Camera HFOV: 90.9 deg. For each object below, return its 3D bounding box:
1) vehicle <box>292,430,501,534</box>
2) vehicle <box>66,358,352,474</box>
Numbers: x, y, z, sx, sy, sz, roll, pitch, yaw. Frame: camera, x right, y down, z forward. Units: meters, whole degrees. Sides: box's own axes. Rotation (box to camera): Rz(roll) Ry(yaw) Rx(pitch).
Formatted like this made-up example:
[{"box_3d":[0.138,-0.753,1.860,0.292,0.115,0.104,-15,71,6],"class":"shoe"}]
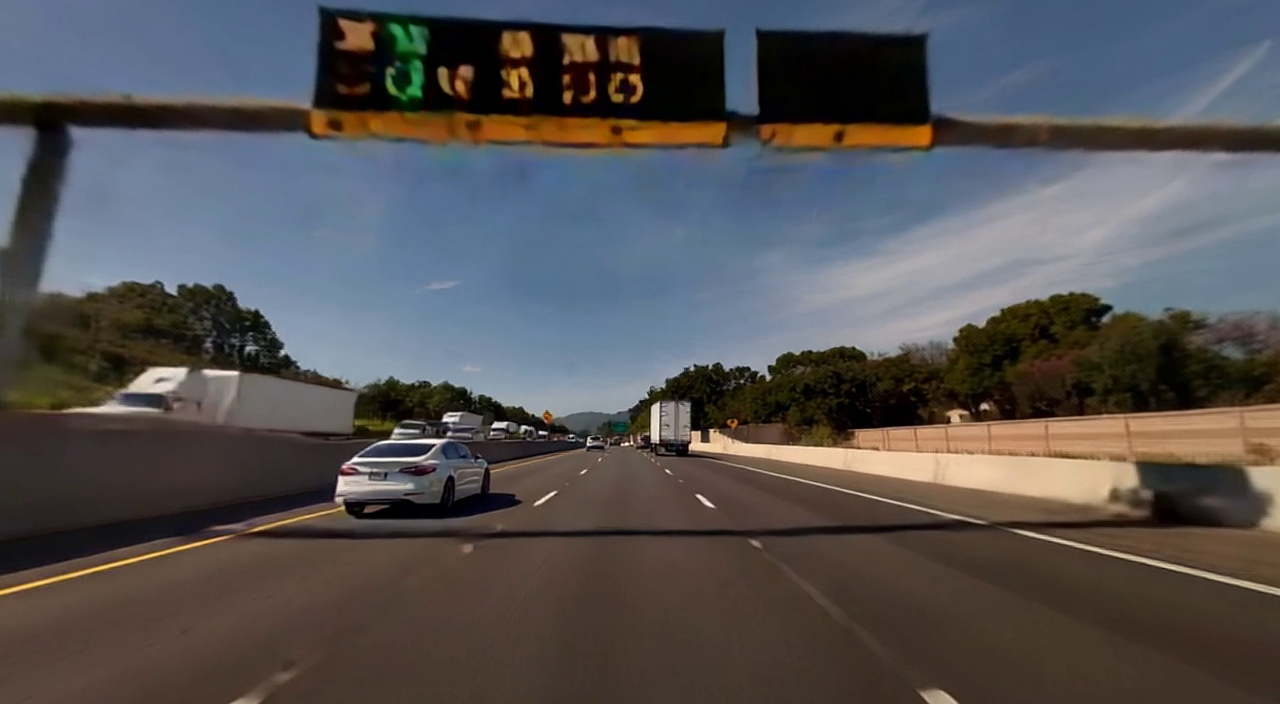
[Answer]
[{"box_3d":[-3.914,2.129,11.098,1.971,1.444,4.401,0,-8,-1],"class":"vehicle"},{"box_3d":[-20.296,3.581,32.660,2.959,4.394,17.543,0,-8,-1],"class":"vehicle"}]
